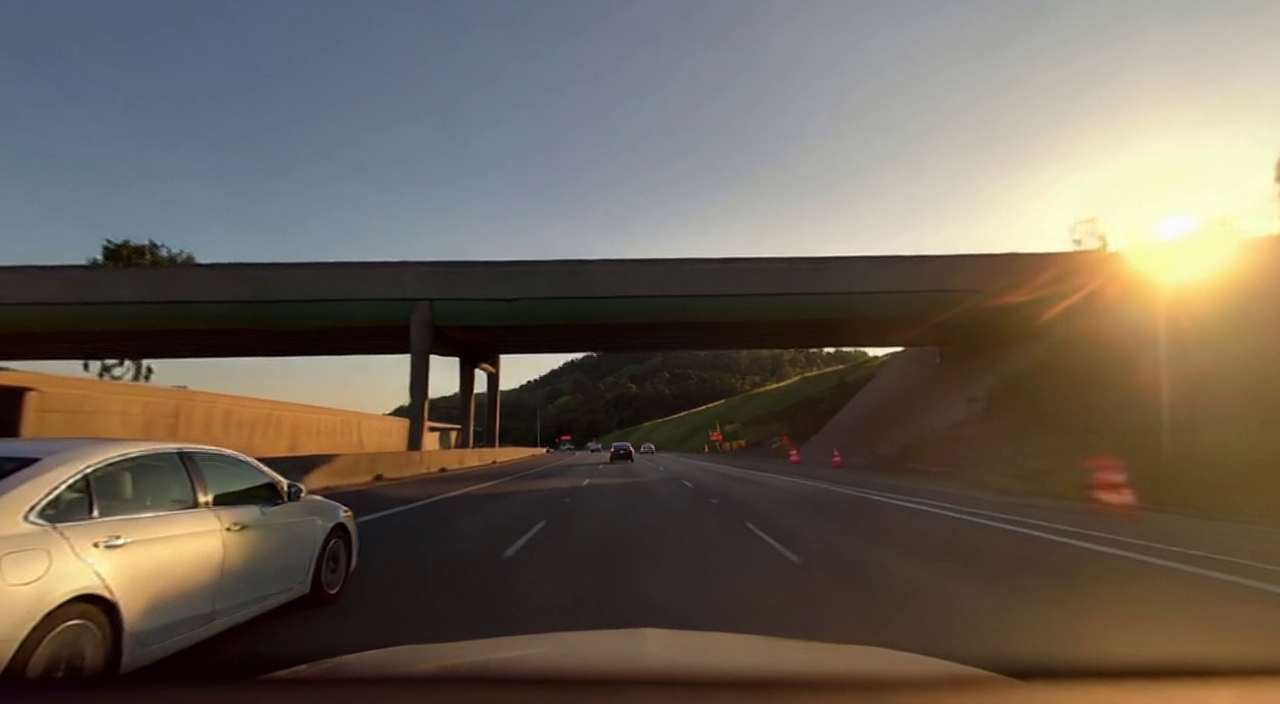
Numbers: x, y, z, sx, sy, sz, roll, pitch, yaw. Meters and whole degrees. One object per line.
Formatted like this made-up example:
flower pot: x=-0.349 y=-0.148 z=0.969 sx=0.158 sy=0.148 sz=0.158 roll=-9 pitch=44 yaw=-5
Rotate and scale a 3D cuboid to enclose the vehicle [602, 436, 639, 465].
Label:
vehicle: x=-1.352 y=6.561 z=42.290 sx=2.328 sy=1.805 sz=4.502 roll=0 pitch=-8 yaw=-3
